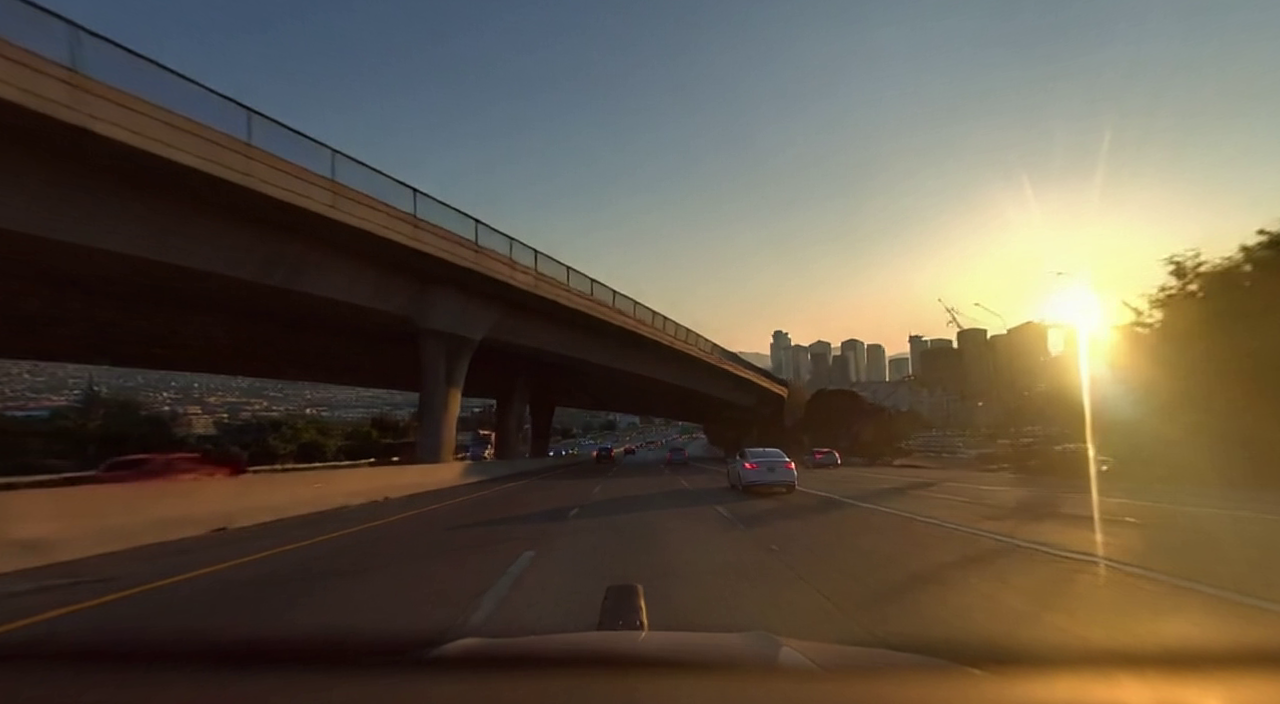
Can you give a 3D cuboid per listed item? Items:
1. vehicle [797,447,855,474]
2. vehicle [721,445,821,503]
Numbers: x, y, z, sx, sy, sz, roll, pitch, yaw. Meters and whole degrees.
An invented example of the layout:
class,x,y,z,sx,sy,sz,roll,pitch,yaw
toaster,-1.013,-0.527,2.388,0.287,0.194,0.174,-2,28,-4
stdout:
class,x,y,z,sx,sy,sz,roll,pitch,yaw
vehicle,10.909,6.390,37.404,2.019,1.529,4.385,0,-9,-1
vehicle,3.721,3.518,18.716,1.961,1.504,4.094,0,-9,-2
